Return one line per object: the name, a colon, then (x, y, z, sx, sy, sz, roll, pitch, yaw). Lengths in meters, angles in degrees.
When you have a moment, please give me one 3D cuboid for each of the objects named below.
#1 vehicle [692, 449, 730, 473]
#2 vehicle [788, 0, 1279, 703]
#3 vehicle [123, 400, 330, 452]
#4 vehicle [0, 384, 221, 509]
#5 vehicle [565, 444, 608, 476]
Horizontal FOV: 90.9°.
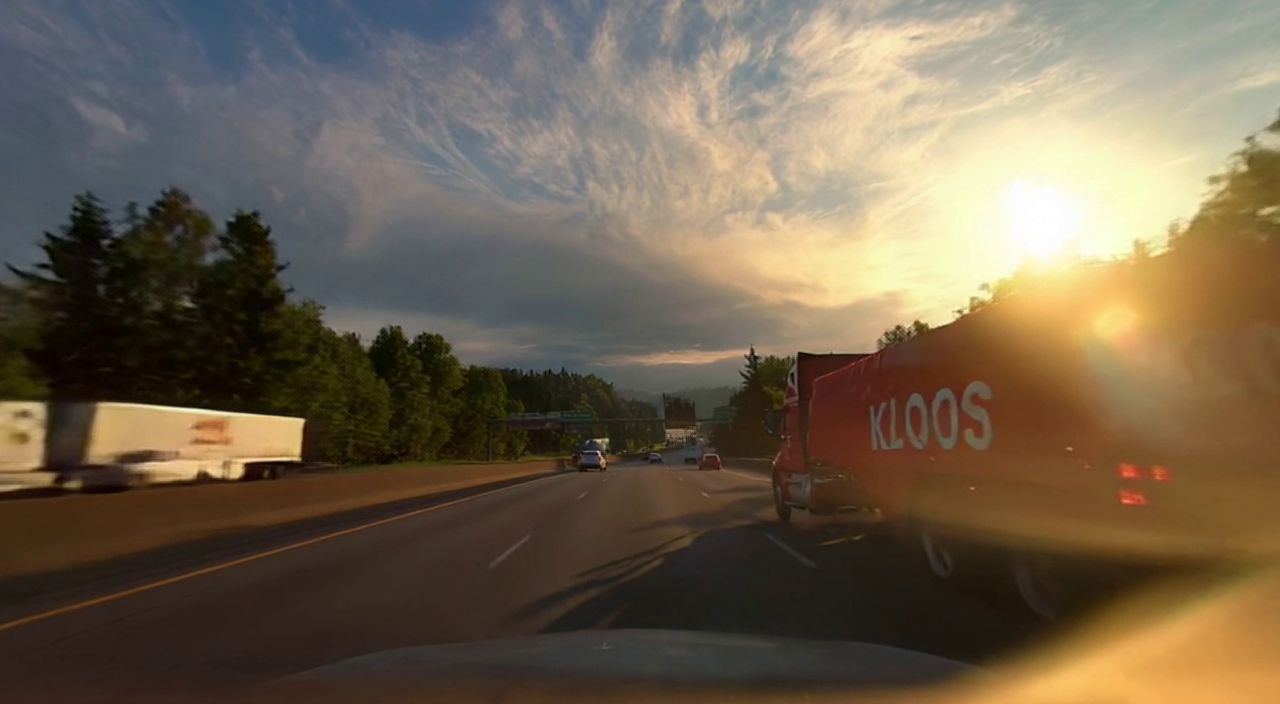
vehicle: (4.926, 7.614, 44.204, 2.176, 1.598, 3.878, 0, -9, 0)
vehicle: (4.339, 0.298, 6.631, 2.914, 3.998, 11.103, 0, -9, 0)
vehicle: (-20.139, 3.857, 32.214, 2.889, 2.056, 11.964, -2, -7, -1)
vehicle: (-20.170, 3.374, 22.262, 2.915, 3.605, 11.295, 0, -9, 0)
vehicle: (-2.971, 6.156, 35.952, 2.017, 1.683, 4.309, 0, -9, 1)
